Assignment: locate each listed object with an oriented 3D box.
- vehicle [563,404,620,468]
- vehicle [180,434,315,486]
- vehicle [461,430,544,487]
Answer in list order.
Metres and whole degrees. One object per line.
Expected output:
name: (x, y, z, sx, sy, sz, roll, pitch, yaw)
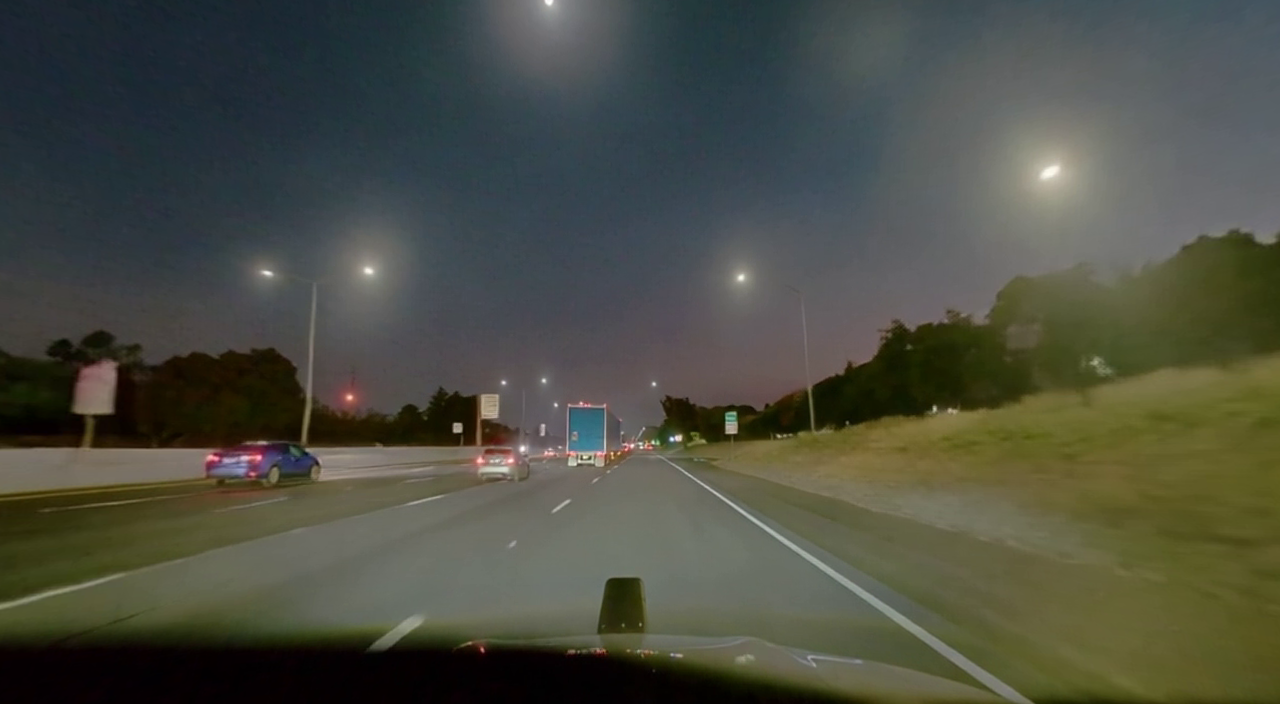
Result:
vehicle: (-3.250, 6.216, 46.191, 2.905, 4.037, 12.921, 0, -8, 1)
vehicle: (-14.209, 3.926, 23.215, 1.997, 1.695, 4.492, 0, -8, 1)
vehicle: (-4.887, 3.846, 23.047, 2.058, 1.840, 4.443, 0, -8, -1)
